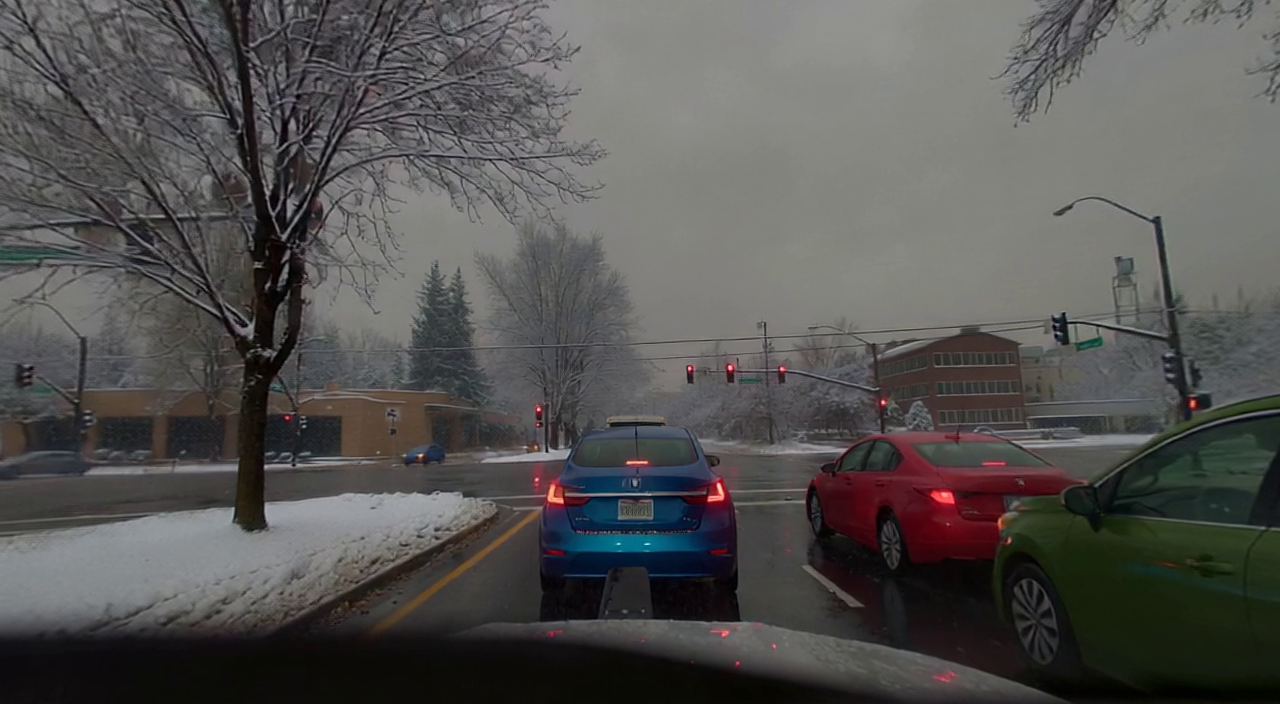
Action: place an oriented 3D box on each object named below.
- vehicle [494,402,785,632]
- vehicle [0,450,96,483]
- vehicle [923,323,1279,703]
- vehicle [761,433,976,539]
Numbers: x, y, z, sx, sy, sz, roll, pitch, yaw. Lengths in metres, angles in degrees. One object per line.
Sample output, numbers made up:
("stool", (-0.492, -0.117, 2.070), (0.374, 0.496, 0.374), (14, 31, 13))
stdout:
("vehicle", (-0.025, 1.473, 6.500), (2.074, 1.631, 3.793), (0, -9, -1))
("vehicle", (-40.757, 7.697, 42.748), (5.321, 2.089, 2.177), (4, -10, -26))
("vehicle", (3.723, 0.928, 3.436), (2.162, 1.829, 4.519), (0, -9, -1))
("vehicle", (3.687, 2.258, 11.302), (2.054, 1.482, 4.654), (0, -9, -1))
